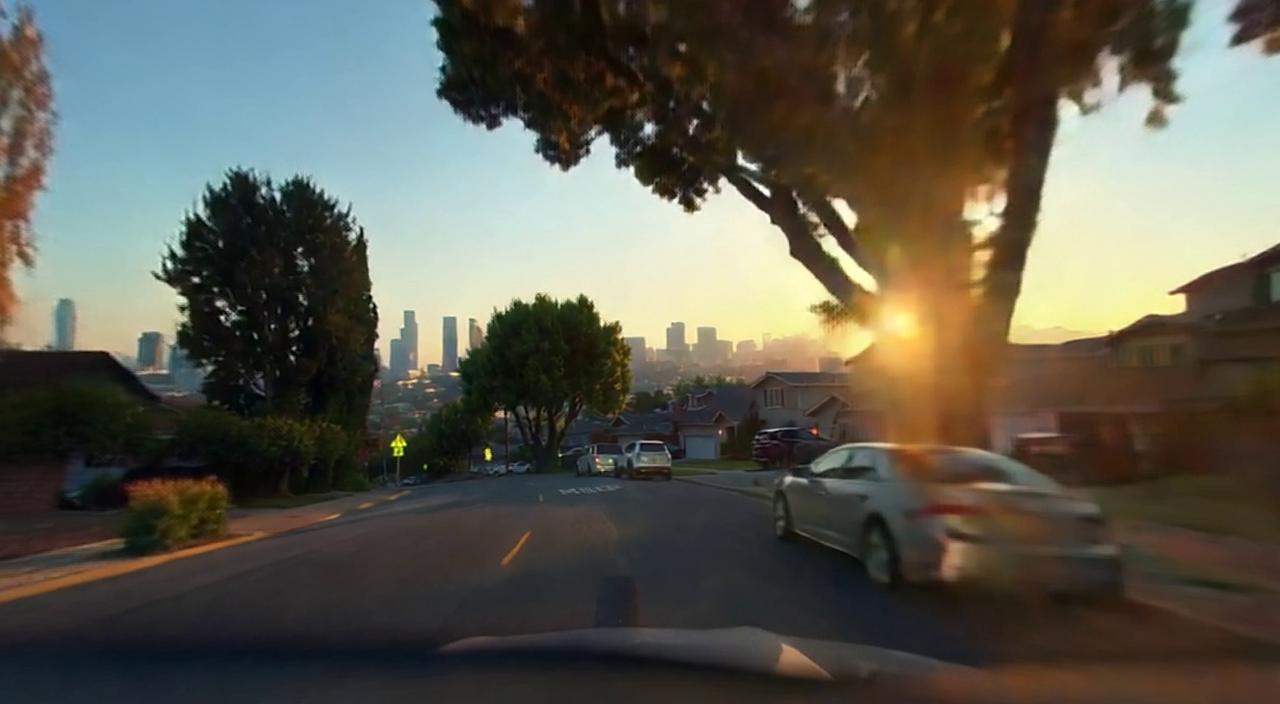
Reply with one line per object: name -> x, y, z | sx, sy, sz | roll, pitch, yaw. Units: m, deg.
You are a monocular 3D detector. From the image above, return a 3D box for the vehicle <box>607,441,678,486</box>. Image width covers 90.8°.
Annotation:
vehicle -> -0.020, 4.570, 26.369 | 1.965, 1.663, 4.744 | 2, -9, -13

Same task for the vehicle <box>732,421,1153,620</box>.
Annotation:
vehicle -> 2.729, 1.660, 7.437 | 2.181, 1.494, 5.023 | 0, -8, -4

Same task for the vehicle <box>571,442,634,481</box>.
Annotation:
vehicle -> -2.116, 5.754, 33.623 | 2.180, 1.849, 5.423 | 2, -9, -16
